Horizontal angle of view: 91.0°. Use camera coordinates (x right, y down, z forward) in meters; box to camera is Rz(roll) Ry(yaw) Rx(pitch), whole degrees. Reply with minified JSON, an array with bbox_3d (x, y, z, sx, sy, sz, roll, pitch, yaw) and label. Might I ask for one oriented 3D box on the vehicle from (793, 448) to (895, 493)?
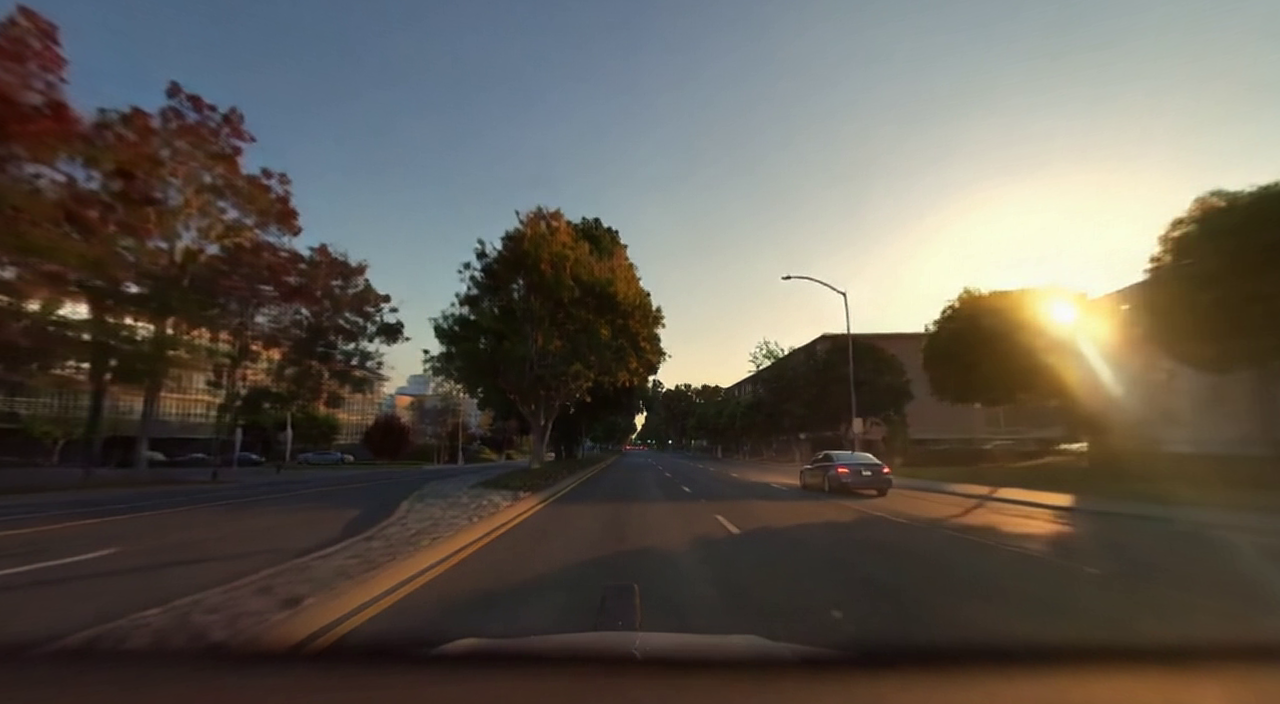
[{"bbox_3d":[7.084,4.156,22.452,2.054,1.421,4.487,0,-9,-1],"label":"vehicle"}]
